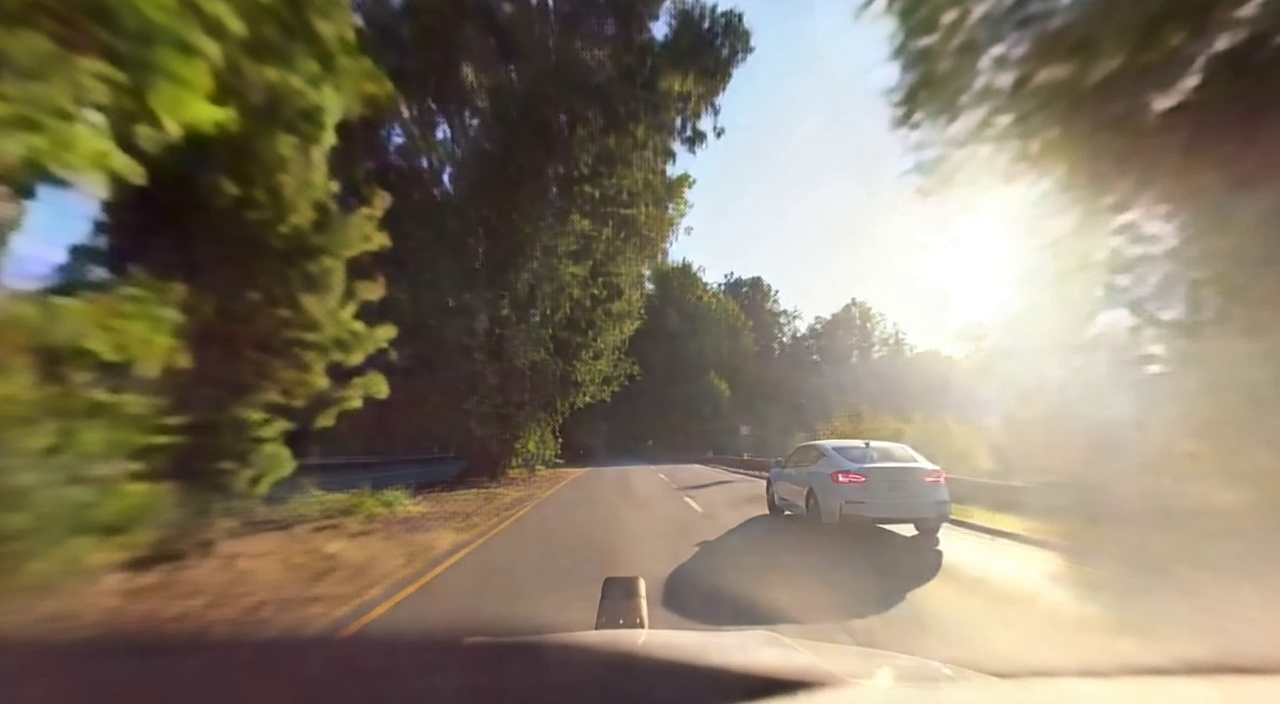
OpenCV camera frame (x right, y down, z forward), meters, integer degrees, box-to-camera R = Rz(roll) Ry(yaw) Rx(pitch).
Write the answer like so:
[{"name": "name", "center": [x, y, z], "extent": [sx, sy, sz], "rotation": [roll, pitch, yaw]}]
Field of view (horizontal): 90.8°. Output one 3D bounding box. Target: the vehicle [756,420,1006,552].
[{"name": "vehicle", "center": [3.383, 1.982, 10.085], "extent": [2.060, 1.584, 4.592], "rotation": [0, -9, -2]}]
